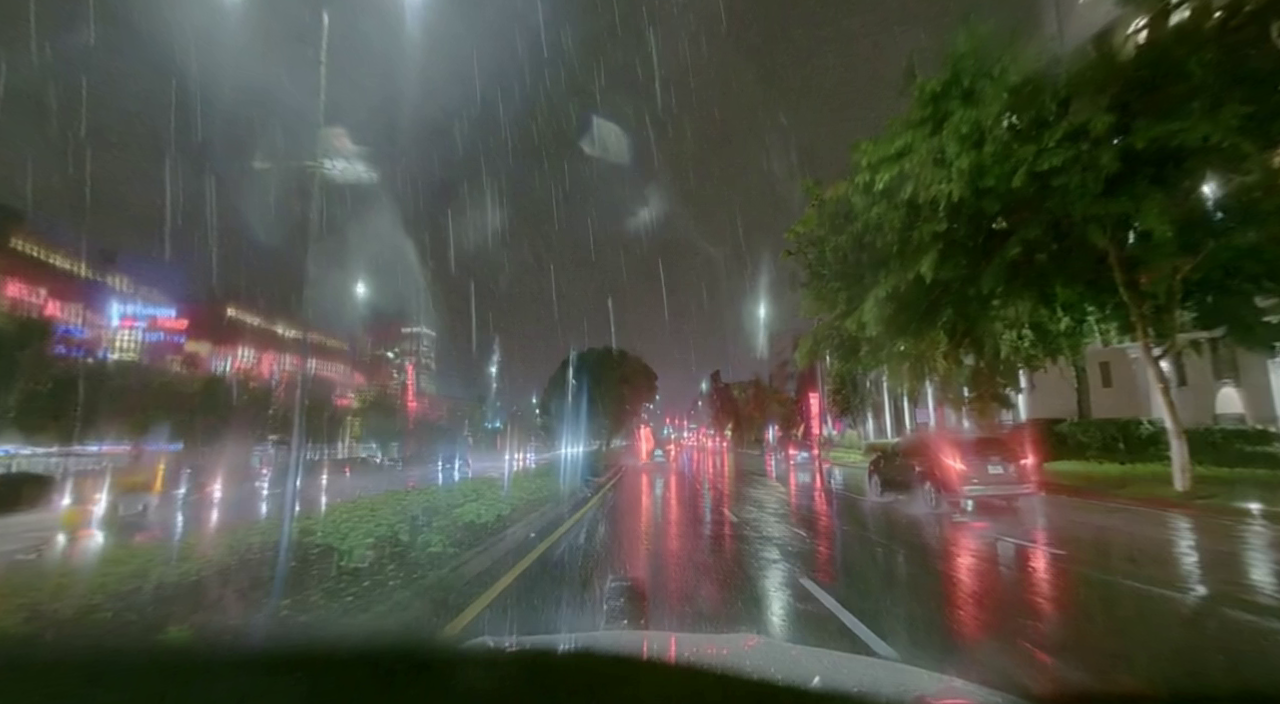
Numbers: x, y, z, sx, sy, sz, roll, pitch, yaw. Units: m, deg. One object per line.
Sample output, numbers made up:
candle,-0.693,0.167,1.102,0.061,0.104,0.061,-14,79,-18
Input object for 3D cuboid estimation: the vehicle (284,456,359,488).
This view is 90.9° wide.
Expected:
vehicle,-18.219,6.862,36.337,1.866,1.659,4.597,0,-8,0

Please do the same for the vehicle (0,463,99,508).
vehicle,-26.458,5.635,26.676,5.126,1.727,2.022,8,-11,-43

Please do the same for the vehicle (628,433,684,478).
vehicle,0.619,4.234,26.001,2.125,1.669,3.880,0,-8,0

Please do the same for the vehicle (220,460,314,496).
vehicle,-18.377,6.192,31.345,1.817,1.540,4.548,0,-8,1

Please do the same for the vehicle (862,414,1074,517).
vehicle,6.571,2.331,13.427,1.963,1.783,4.722,0,-8,0
